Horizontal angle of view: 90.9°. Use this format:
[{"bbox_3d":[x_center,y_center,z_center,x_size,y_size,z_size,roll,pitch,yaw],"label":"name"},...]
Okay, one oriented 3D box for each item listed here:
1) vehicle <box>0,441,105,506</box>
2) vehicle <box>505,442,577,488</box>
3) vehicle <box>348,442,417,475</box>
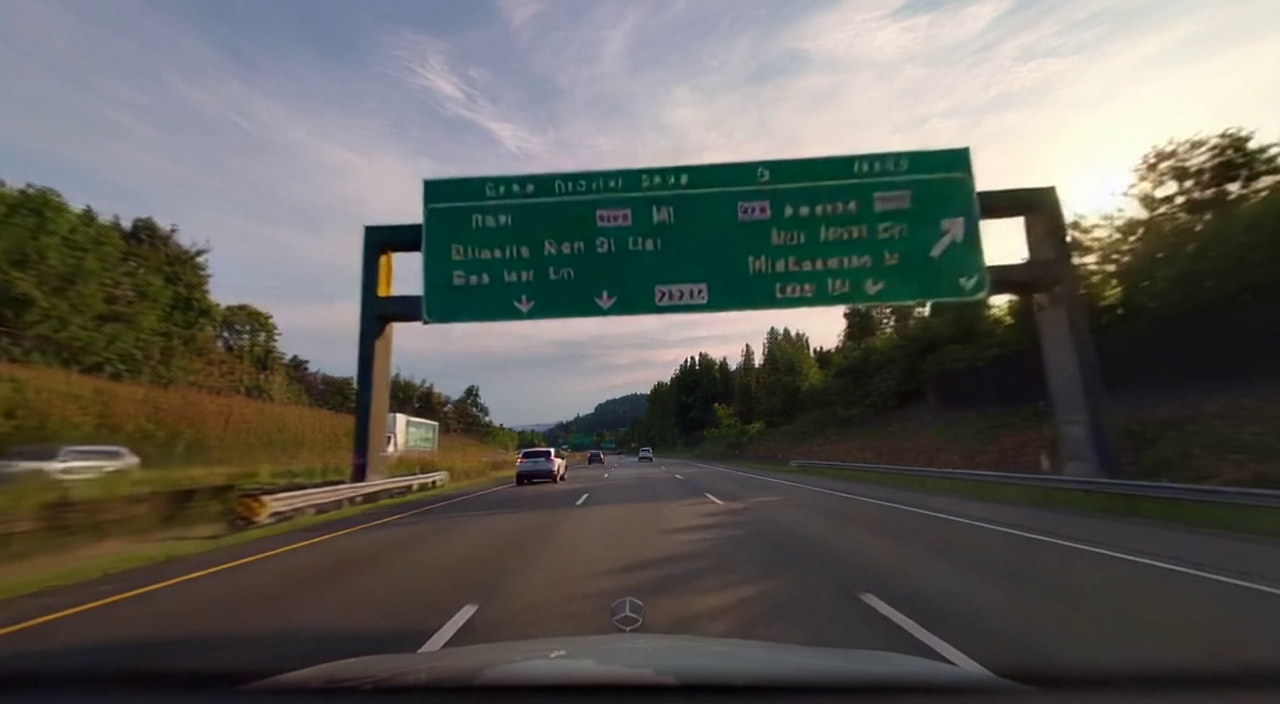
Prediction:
[{"bbox_3d":[-15.691,2.958,15.458,1.824,1.473,3.744,0,-9,-1],"label":"vehicle"},{"bbox_3d":[-3.726,4.330,24.460,2.028,1.584,4.481,0,-9,1],"label":"vehicle"},{"bbox_3d":[-12.454,5.177,30.766,1.763,1.475,3.913,0,-9,-1],"label":"vehicle"}]
